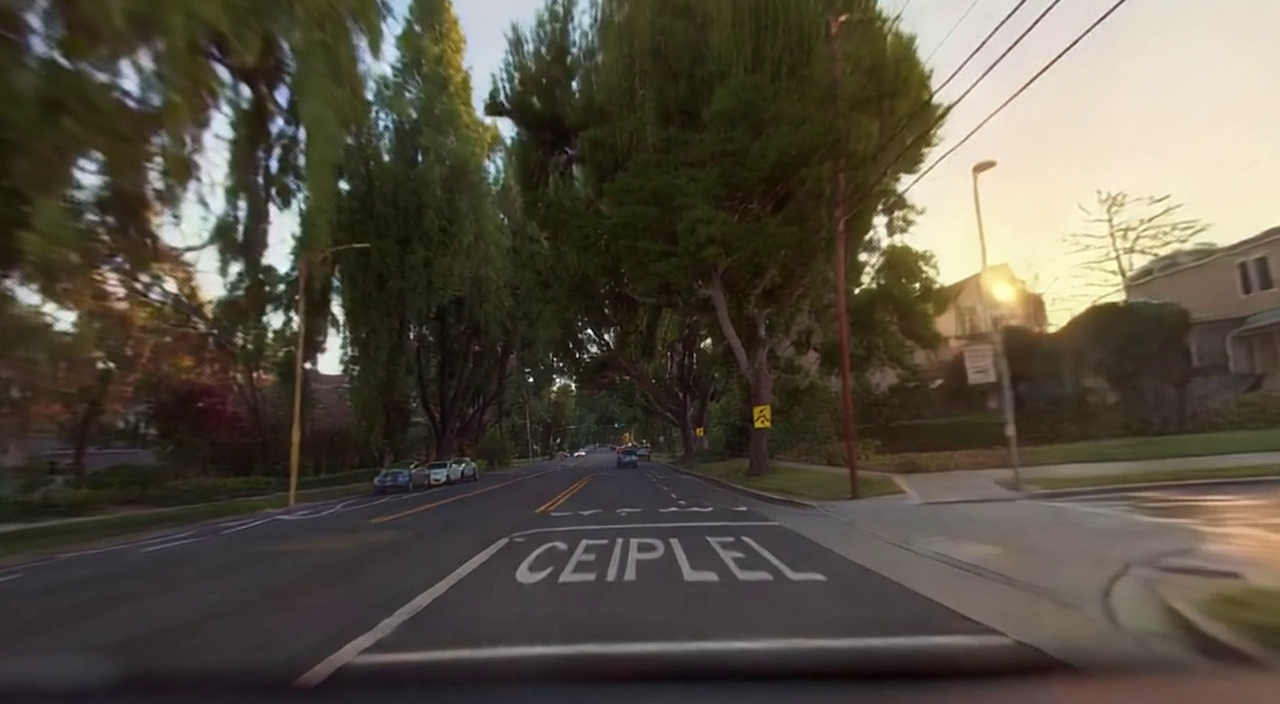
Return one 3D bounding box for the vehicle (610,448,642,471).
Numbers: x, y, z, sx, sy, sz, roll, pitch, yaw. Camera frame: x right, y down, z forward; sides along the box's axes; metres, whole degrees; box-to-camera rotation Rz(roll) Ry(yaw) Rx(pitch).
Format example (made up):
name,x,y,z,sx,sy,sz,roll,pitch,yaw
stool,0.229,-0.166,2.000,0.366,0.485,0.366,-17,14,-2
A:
name,x,y,z,sx,sy,sz,roll,pitch,yaw
vehicle,-1.017,7.500,44.230,2.104,1.500,3.815,0,-9,-2
